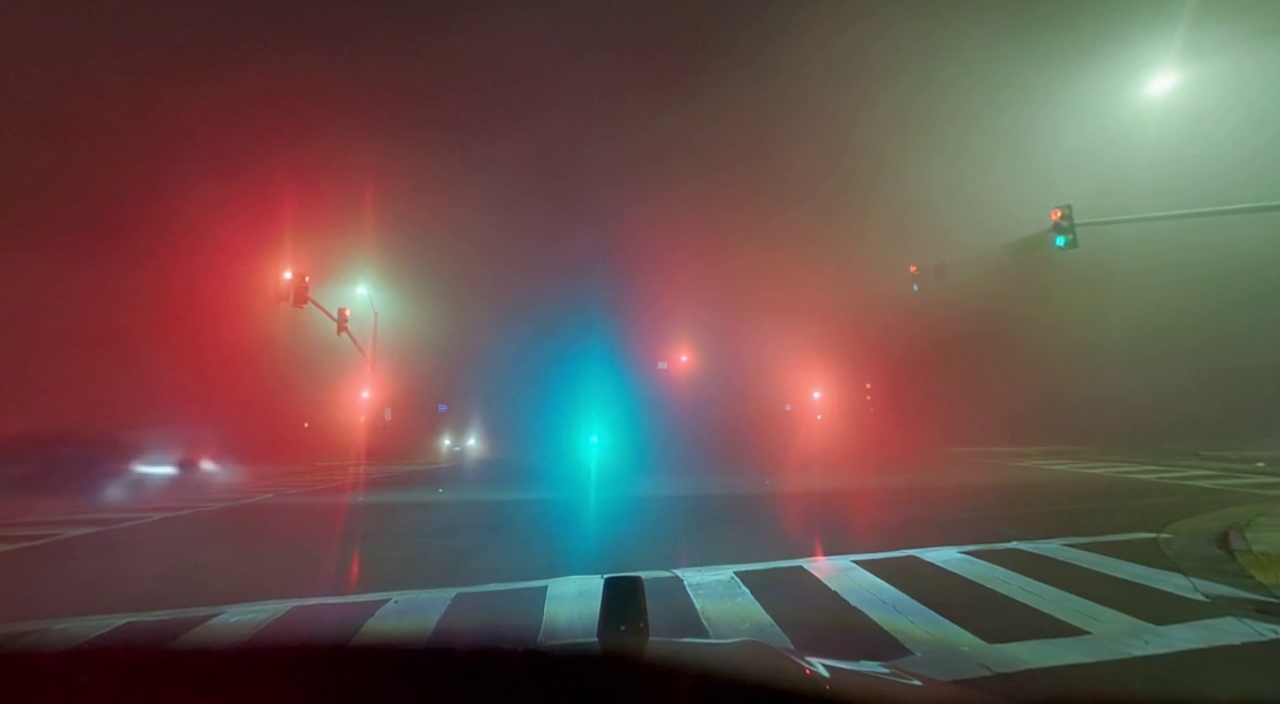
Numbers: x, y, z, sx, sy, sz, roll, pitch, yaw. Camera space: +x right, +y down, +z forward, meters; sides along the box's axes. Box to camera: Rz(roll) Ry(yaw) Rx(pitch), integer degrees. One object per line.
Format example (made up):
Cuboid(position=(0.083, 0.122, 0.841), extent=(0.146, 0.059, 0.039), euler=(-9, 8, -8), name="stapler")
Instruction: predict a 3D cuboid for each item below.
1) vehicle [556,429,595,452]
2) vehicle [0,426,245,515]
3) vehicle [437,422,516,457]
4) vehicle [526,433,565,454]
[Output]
Cuboid(position=(-4.398, 6.174, 43.773), extent=(1.919, 1.467, 4.086), euler=(-1, -9, 5), name="vehicle")
Cuboid(position=(-11.483, 2.443, 13.271), extent=(4.854, 1.684, 1.945), euler=(1, -9, -10), name="vehicle")
Cuboid(position=(-9.364, 5.103, 36.580), extent=(2.000, 1.864, 5.044), euler=(-3, -9, 17), name="vehicle")
Cuboid(position=(-7.300, 7.128, 49.009), extent=(2.054, 1.536, 3.927), euler=(-1, -9, 7), name="vehicle")
